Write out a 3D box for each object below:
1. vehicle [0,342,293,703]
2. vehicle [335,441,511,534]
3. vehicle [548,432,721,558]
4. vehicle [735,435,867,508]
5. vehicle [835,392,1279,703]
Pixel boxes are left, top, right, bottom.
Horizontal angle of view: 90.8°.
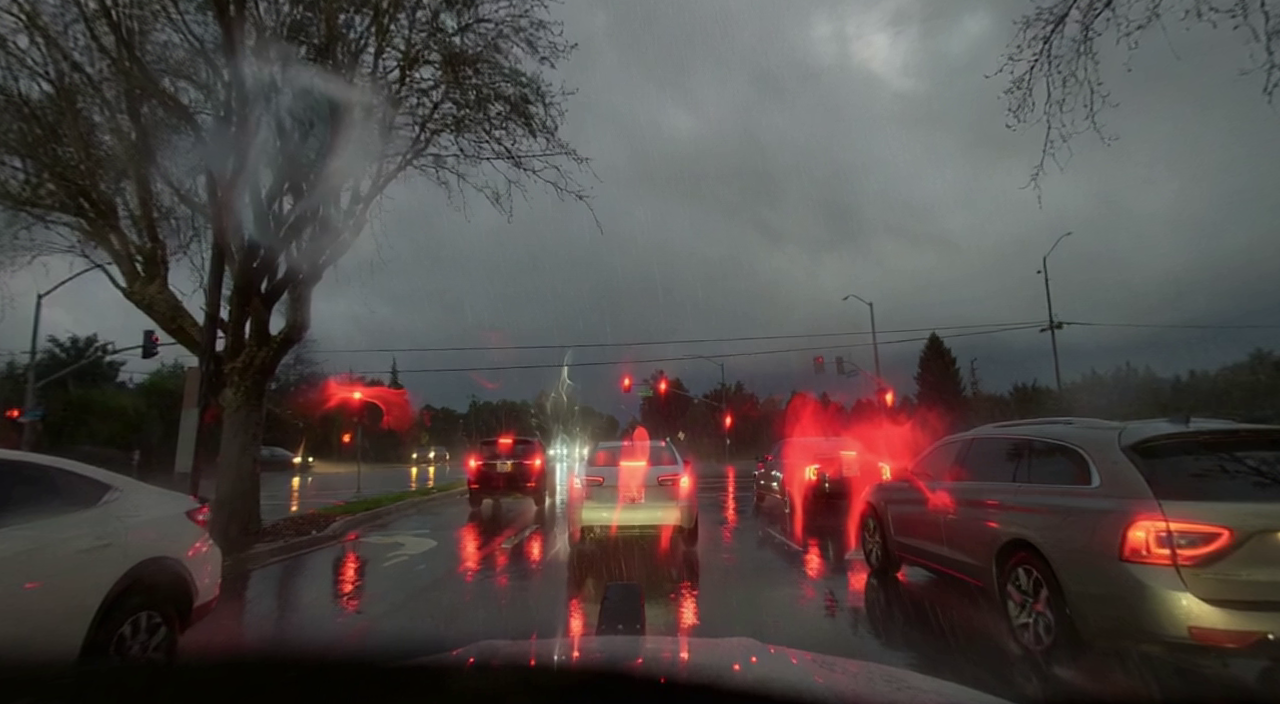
[{"bbox_3d":[-3.671,0.844,2.546,2.047,1.764,4.369,0,-8,0],"label":"vehicle"},{"bbox_3d":[-3.928,2.501,12.342,1.919,1.459,4.371,0,-8,-1],"label":"vehicle"},{"bbox_3d":[-0.082,2.005,9.591,2.061,1.470,3.970,0,-8,0],"label":"vehicle"},{"bbox_3d":[3.646,2.780,15.247,1.922,1.472,4.440,0,-8,-1],"label":"vehicle"},{"bbox_3d":[3.381,1.311,5.420,1.933,1.564,4.600,0,-8,0],"label":"vehicle"}]
